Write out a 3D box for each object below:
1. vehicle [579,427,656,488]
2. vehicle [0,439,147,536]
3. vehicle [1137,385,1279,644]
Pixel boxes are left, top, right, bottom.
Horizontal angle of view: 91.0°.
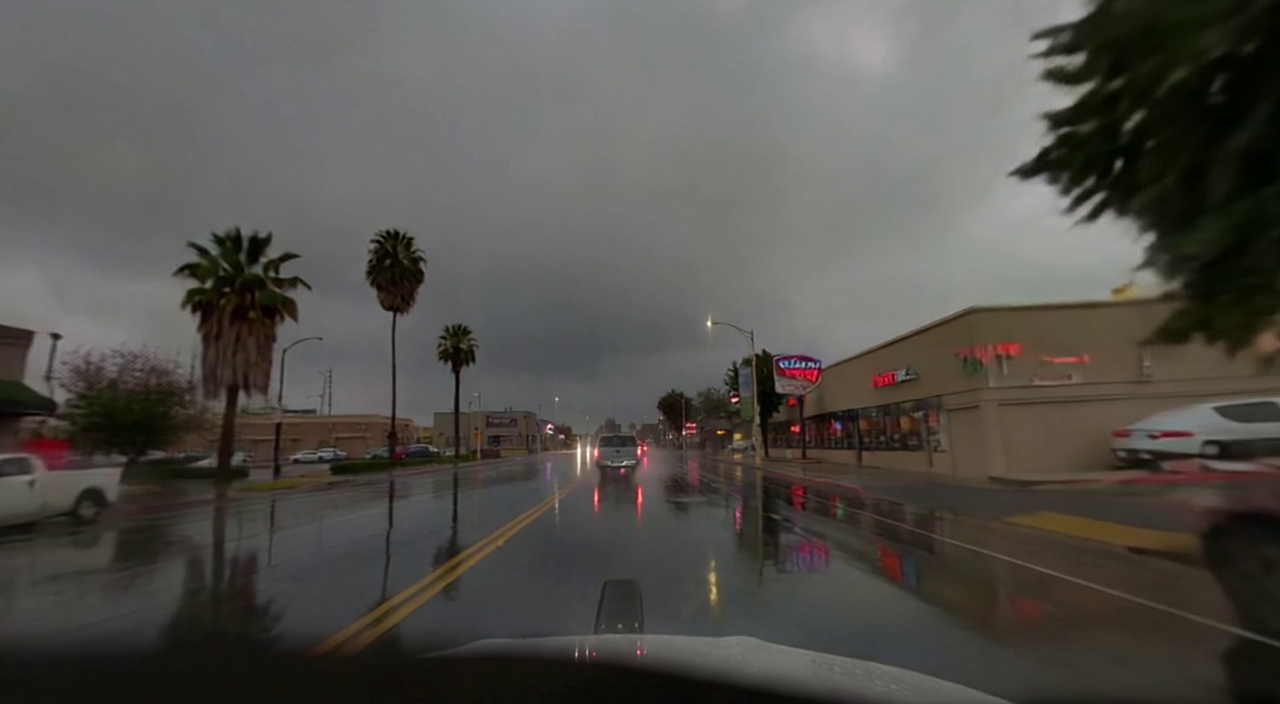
[{"bbox_3d":[-0.675,3.390,20.451,2.239,1.763,4.096,0,-8,-1],"label":"vehicle"},{"bbox_3d":[-13.489,2.855,13.312,2.296,1.847,4.856,-3,-8,-2],"label":"vehicle"},{"bbox_3d":[5.766,1.036,3.457,2.186,1.861,4.678,1,-8,-1],"label":"vehicle"}]
